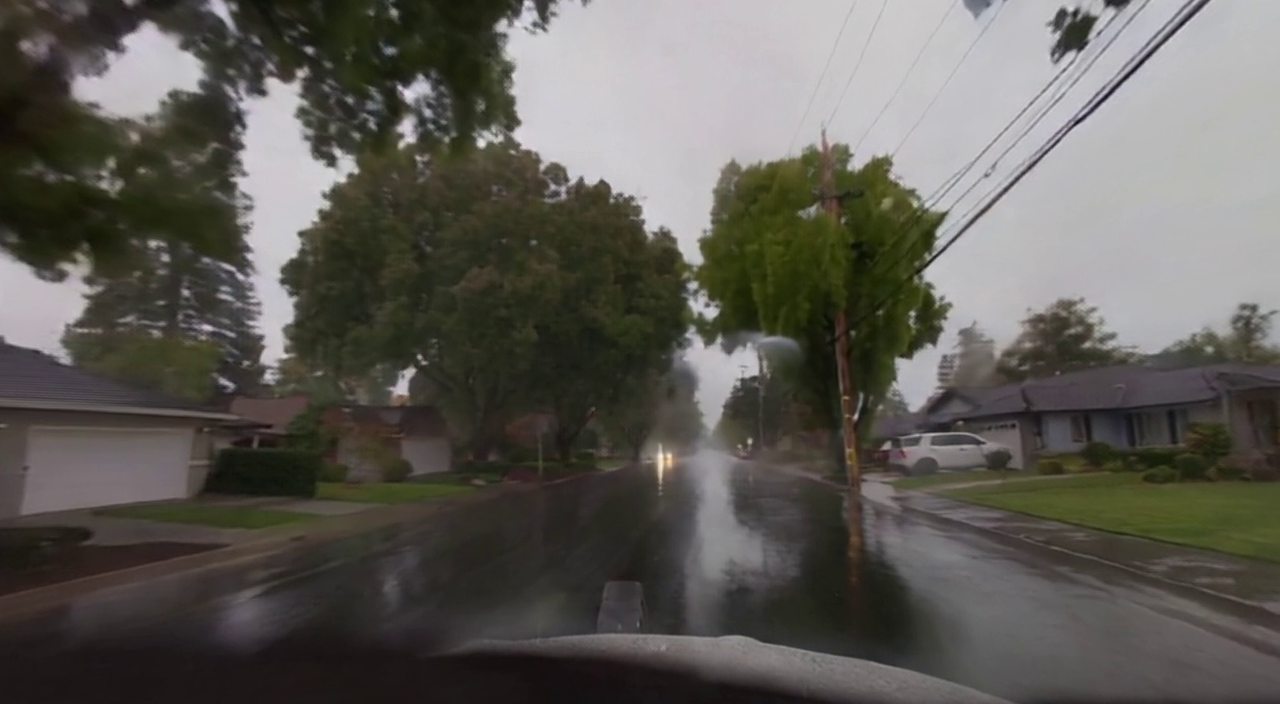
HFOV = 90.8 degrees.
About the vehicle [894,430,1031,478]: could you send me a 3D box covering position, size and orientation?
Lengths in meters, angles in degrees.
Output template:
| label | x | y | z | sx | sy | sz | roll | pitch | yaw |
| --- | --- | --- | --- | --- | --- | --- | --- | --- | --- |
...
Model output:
| label | x | y | z | sx | sy | sz | roll | pitch | yaw |
| --- | --- | --- | --- | --- | --- | --- | --- | --- | --- |
| vehicle | 13.548 | 4.319 | 26.811 | 4.555 | 1.803 | 2.151 | -2 | -9 | 4 |
